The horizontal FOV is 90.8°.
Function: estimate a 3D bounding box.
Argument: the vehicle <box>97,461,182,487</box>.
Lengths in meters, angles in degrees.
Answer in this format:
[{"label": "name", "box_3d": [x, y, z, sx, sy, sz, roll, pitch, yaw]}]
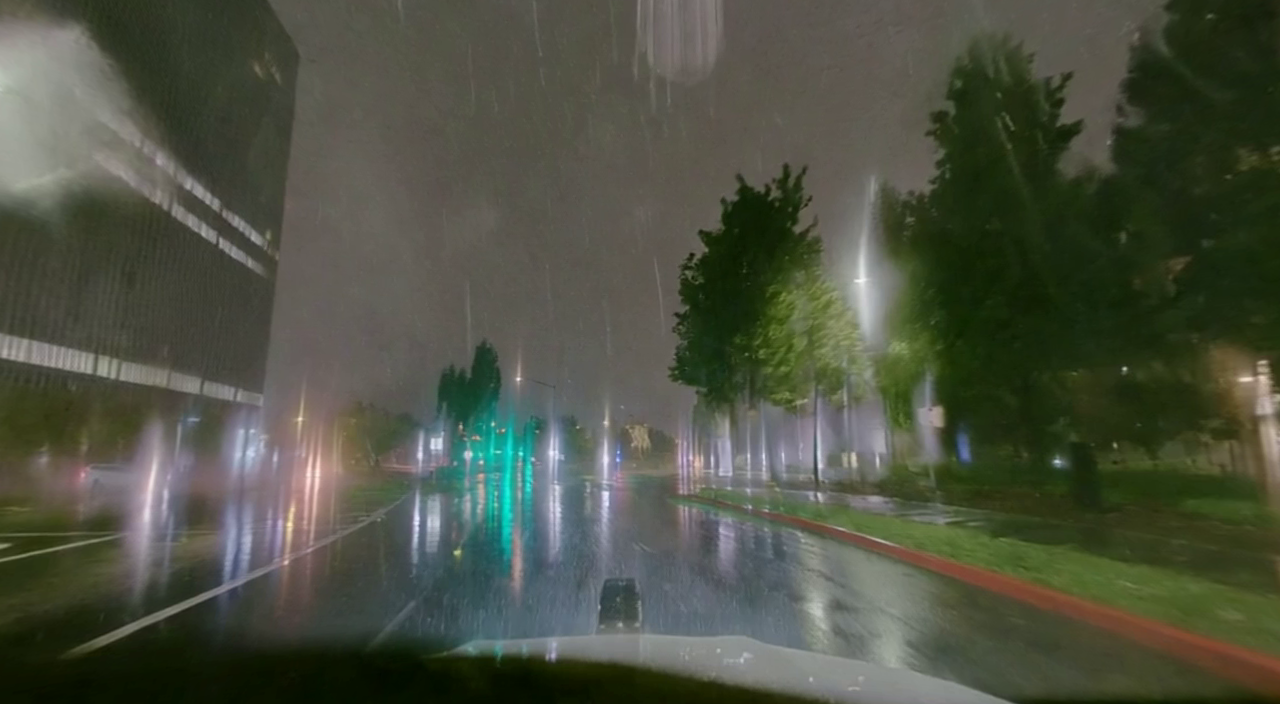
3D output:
[{"label": "vehicle", "box_3d": [-36.442, 8.901, 46.094, 4.473, 1.778, 2.125, -1, -8, 4]}]
